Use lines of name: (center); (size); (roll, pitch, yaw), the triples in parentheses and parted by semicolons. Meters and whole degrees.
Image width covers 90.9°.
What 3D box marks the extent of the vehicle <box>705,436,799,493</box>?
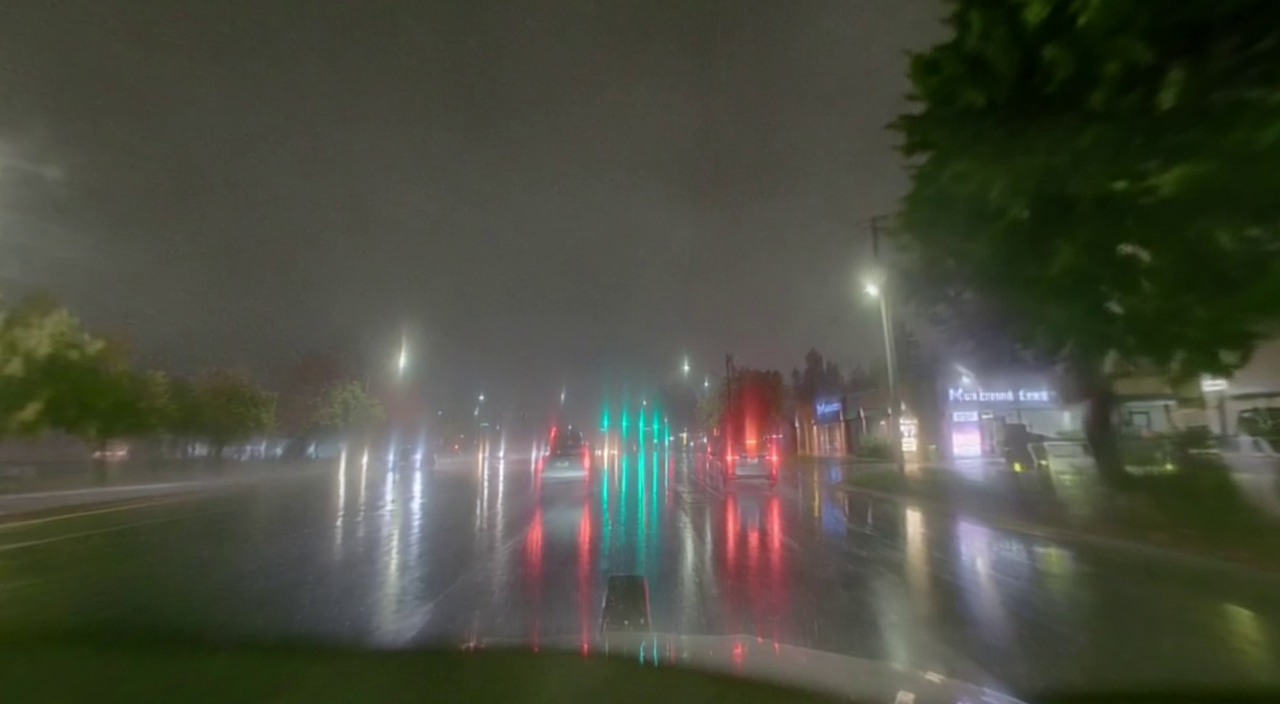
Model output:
vehicle: (3.232, 3.338, 19.091); (1.948, 1.474, 4.360); (0, -8, -1)

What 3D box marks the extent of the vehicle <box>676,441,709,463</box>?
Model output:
vehicle: (3.723, 7.113, 45.083); (1.913, 1.463, 4.198); (0, -8, -1)

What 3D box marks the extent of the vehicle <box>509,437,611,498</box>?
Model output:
vehicle: (-2.013, 3.062, 17.089); (1.971, 1.433, 3.923); (-1, -8, 5)

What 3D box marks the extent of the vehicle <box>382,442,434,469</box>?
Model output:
vehicle: (-15.299, 6.863, 41.845); (1.863, 1.658, 4.078); (0, -8, 1)

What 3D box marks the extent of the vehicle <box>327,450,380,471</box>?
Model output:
vehicle: (-21.899, 8.288, 48.390); (1.848, 1.450, 4.678); (0, -8, 0)
